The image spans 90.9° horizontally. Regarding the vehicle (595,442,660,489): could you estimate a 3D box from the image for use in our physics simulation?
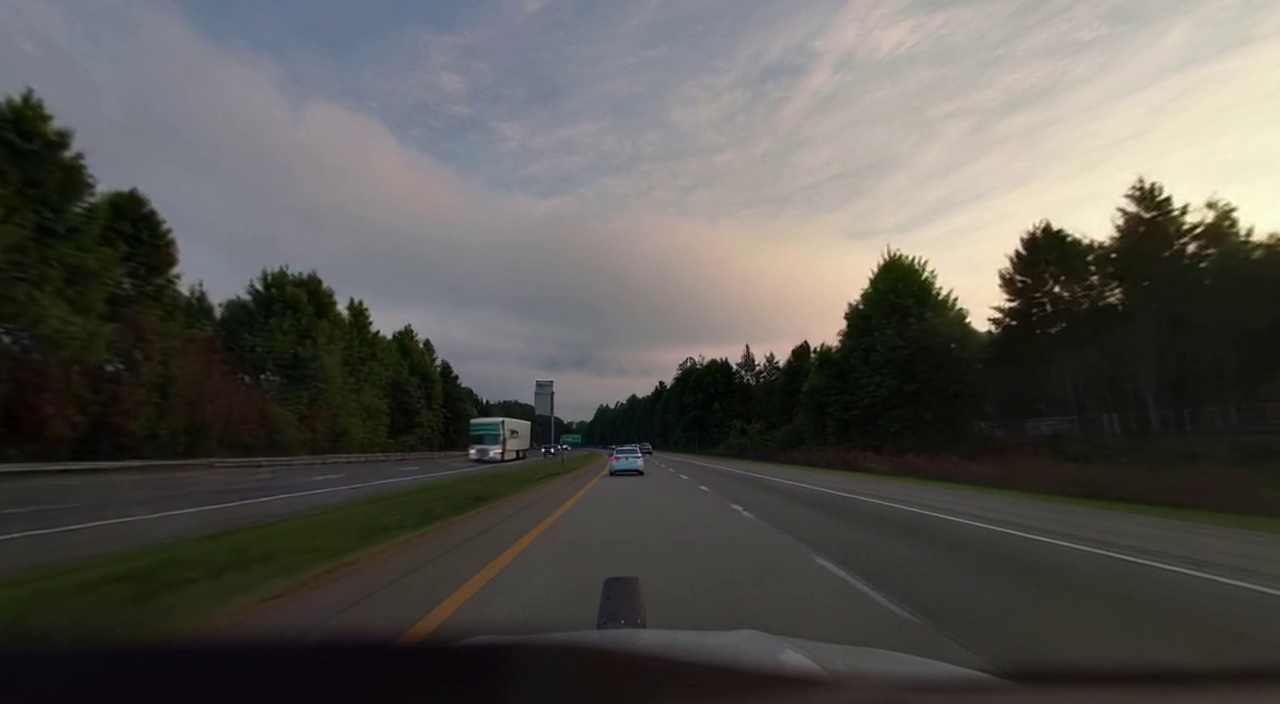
[{"bbox_3d":[-0.421,4.019,22.654,2.114,1.523,4.012,0,-9,-1],"label":"vehicle"}]
